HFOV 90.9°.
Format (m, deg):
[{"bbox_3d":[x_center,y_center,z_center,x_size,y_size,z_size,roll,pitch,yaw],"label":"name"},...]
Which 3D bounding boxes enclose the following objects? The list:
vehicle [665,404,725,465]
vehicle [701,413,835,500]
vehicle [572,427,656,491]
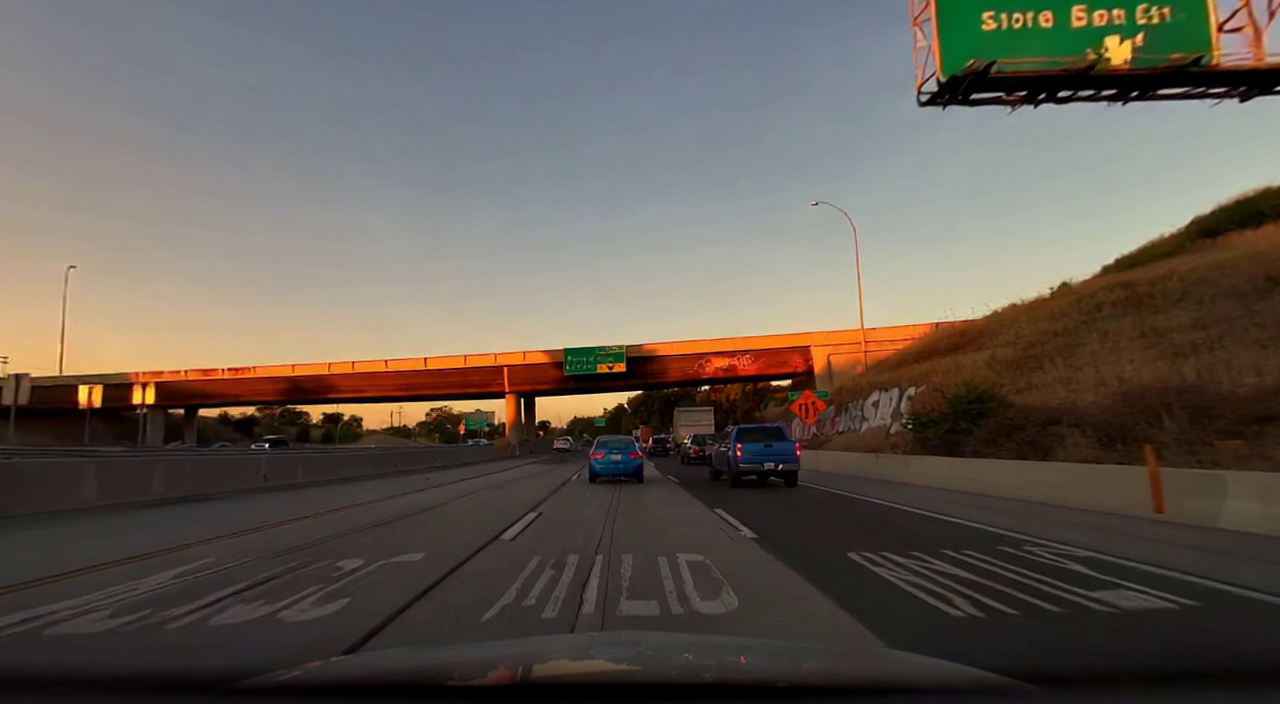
[{"bbox_3d":[3.288,5.249,39.763,2.873,3.408,7.323,0,-8,-1],"label":"vehicle"},{"bbox_3d":[3.154,2.769,17.142,2.311,1.922,5.977,0,-8,-1],"label":"vehicle"},{"bbox_3d":[-0.708,3.094,18.502,2.193,1.651,3.946,0,-8,-1],"label":"vehicle"}]
